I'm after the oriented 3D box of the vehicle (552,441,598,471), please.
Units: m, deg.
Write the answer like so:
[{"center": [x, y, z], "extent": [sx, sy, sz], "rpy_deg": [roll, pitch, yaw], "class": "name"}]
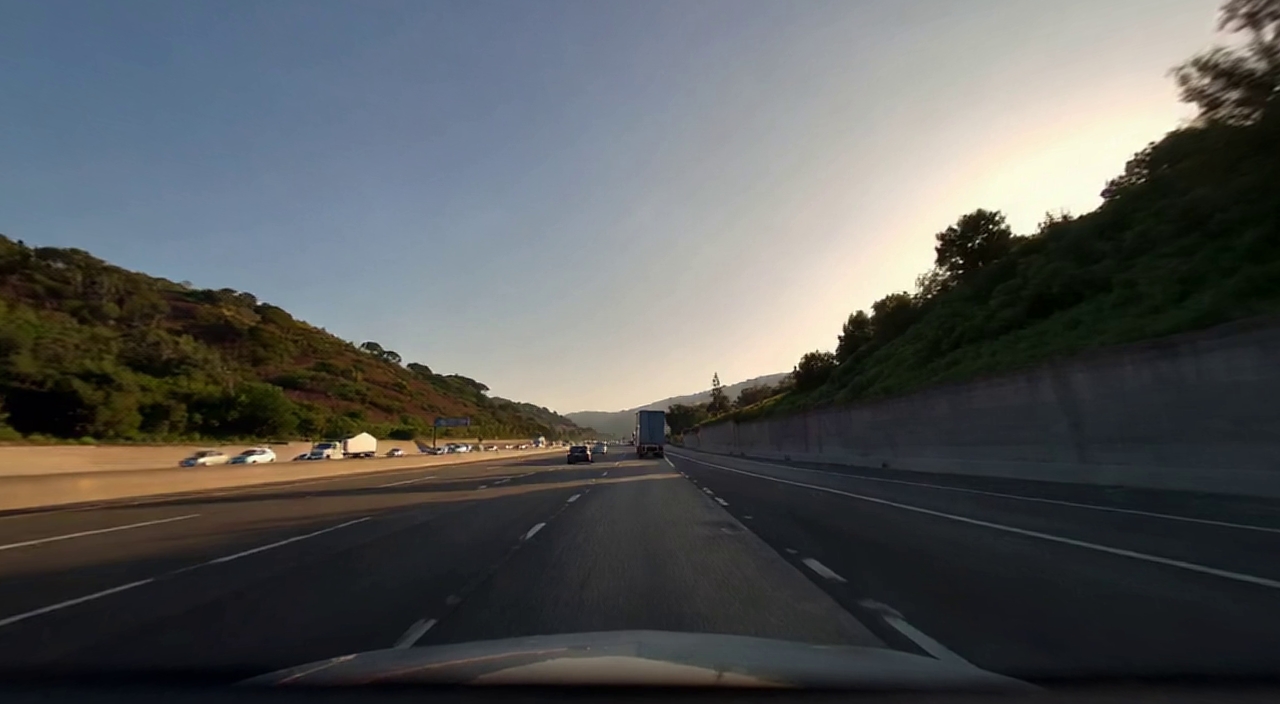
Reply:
[{"center": [-3.431, 5.616, 34.164], "extent": [1.983, 1.508, 4.060], "rpy_deg": [0, -8, 1], "class": "vehicle"}]
